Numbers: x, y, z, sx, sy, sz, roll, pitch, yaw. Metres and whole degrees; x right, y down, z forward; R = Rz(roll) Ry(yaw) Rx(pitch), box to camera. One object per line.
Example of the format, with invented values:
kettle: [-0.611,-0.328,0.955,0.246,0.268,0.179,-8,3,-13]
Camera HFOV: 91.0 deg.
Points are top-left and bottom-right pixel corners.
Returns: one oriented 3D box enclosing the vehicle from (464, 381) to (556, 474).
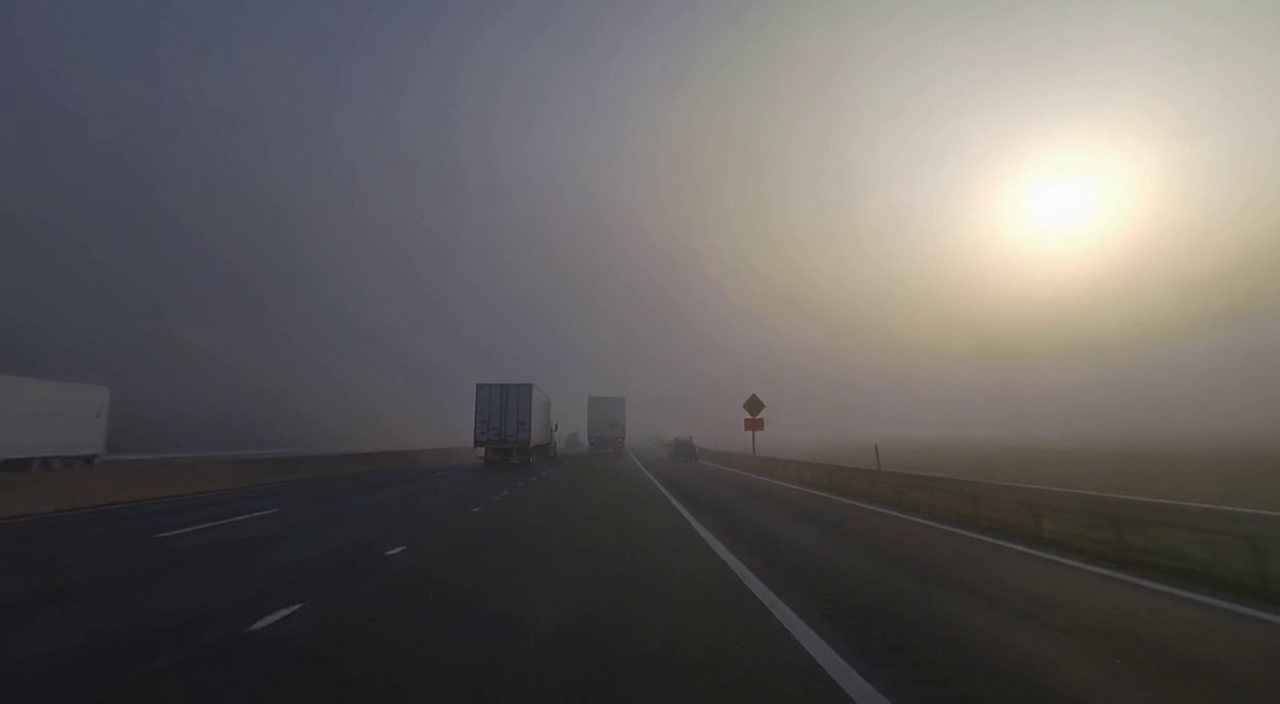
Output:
vehicle: [-5.298,3.282,26.953,2.728,3.405,7.096,0,-8,-3]

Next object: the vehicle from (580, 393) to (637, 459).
vehicle: [-2.513,5.756,47.431,3.475,4.037,17.454,0,-8,-4]

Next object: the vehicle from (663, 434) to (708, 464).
vehicle: [2.290,4.985,32.499,1.891,1.477,3.599,0,-8,-3]

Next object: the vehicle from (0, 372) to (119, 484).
vehicle: [-24.976,2.542,21.376,2.894,4.071,14.117,0,-8,-2]
